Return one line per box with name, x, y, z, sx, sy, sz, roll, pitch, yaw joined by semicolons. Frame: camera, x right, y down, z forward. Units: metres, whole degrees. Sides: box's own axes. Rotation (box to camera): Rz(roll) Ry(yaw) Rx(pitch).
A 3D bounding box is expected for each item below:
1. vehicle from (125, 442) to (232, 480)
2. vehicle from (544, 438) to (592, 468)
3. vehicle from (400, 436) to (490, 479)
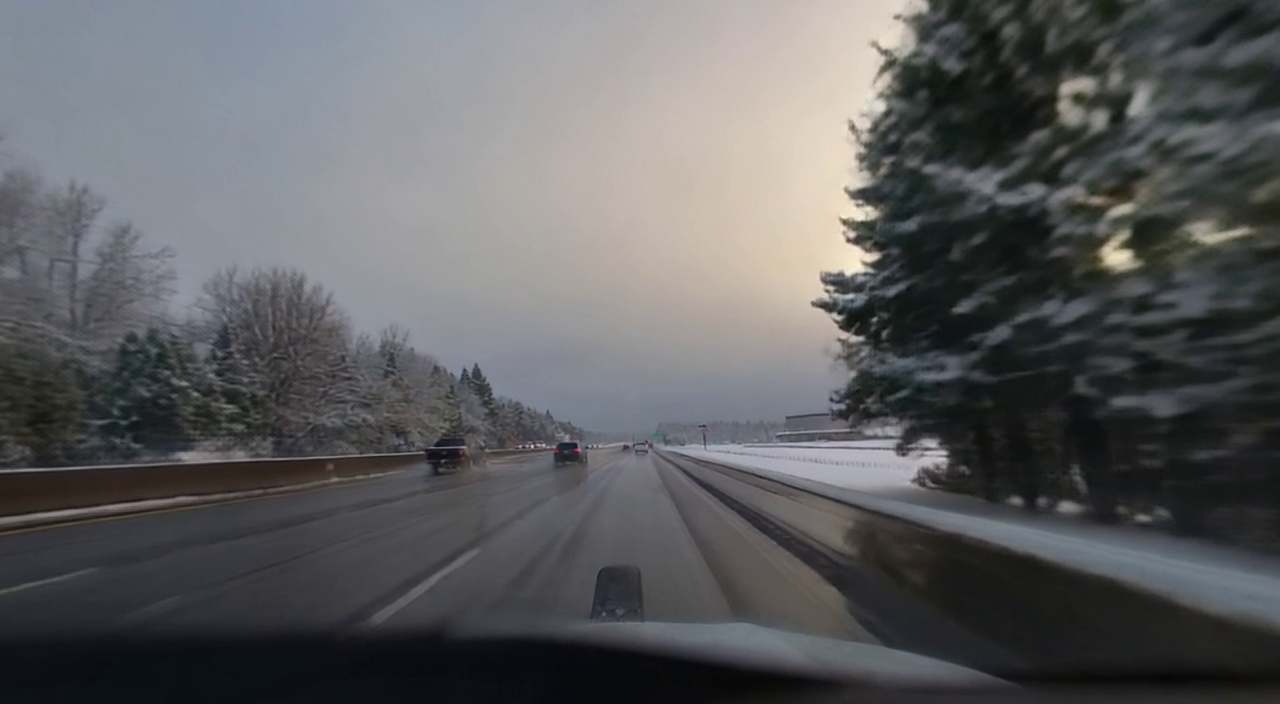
vehicle;-22.906;5.422;31.517;1.942;1.734;4.387;0;-9;1
vehicle;-4.012;5.725;35.871;2.083;1.588;4.801;0;-8;1
vehicle;-7.566;4.126;24.976;2.034;1.523;4.627;0;-9;1
